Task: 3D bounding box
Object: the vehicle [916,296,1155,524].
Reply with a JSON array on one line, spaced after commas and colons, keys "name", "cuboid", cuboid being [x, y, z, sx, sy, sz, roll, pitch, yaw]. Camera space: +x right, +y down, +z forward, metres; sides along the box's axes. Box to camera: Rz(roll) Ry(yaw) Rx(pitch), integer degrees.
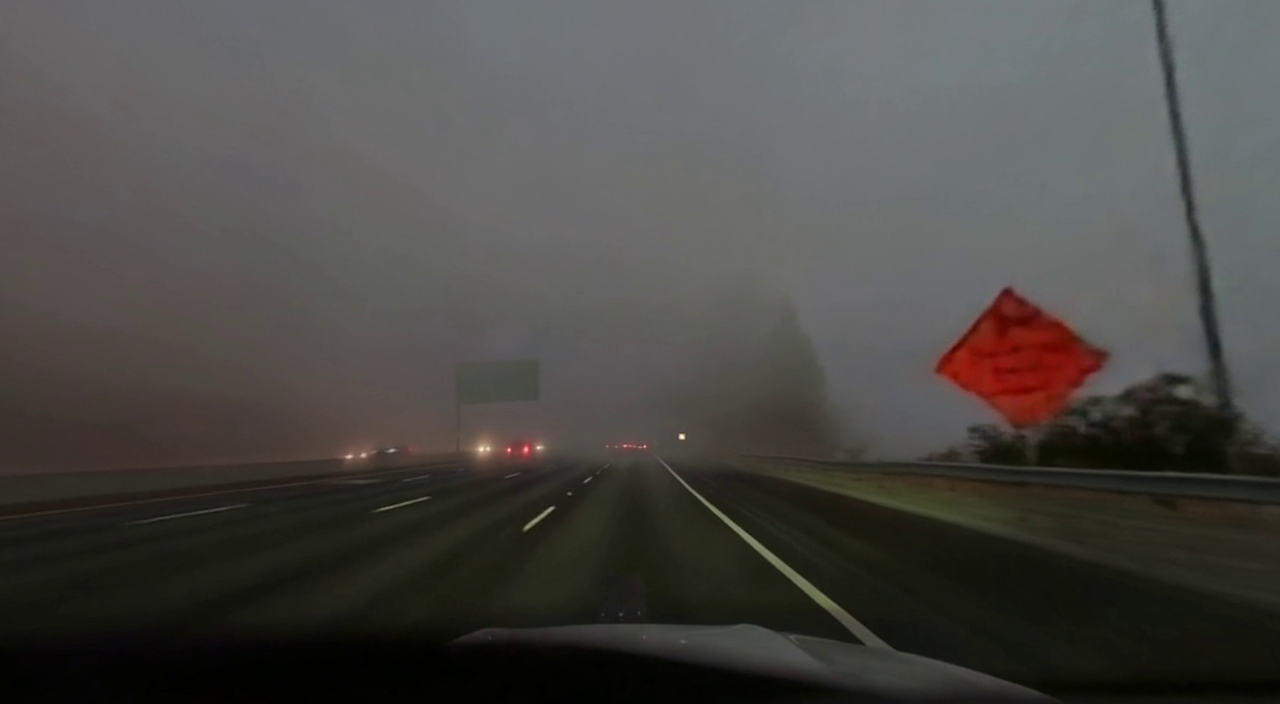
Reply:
[{"name": "vehicle", "cuboid": [6.738, 1.057, 11.223, 2.397, 3.584, 2.509, 0, -8, 2]}]
